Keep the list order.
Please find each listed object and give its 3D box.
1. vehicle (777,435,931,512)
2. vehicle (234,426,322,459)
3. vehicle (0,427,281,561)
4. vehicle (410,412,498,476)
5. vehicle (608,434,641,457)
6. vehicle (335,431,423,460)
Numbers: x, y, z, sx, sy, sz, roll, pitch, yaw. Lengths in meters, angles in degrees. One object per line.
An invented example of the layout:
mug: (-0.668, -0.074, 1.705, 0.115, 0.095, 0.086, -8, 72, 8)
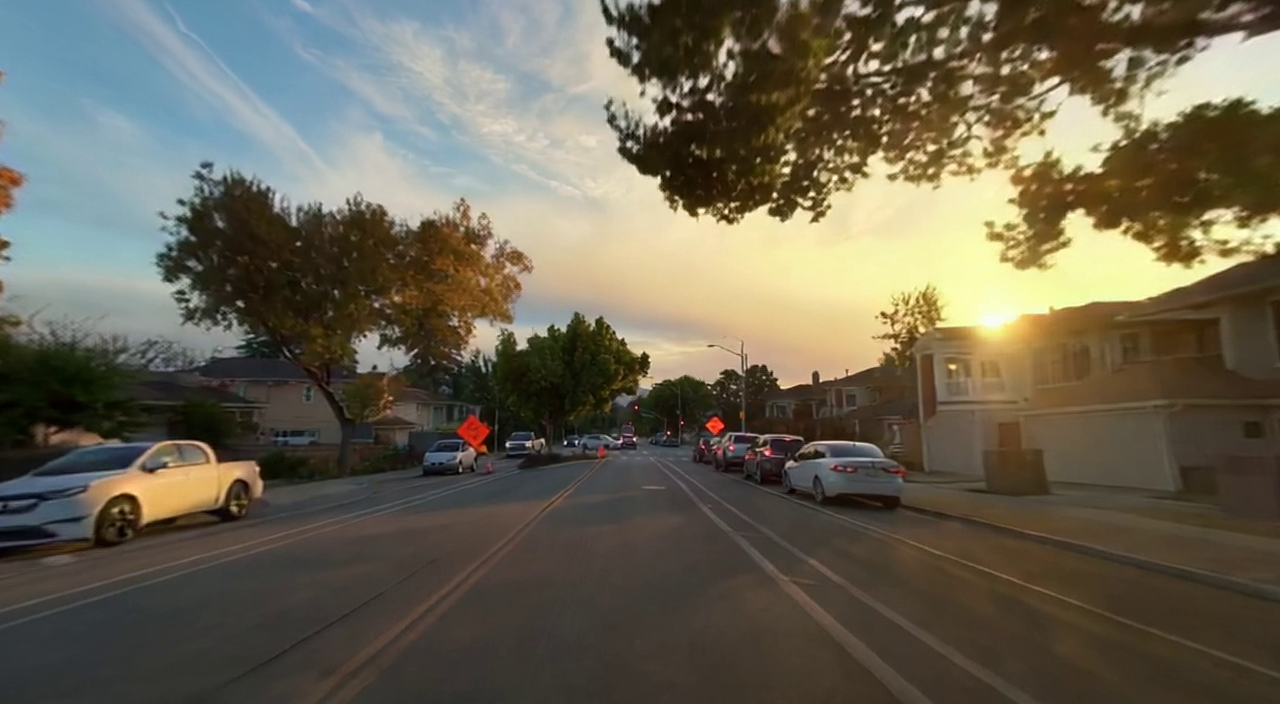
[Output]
vehicle: (4.648, 2.695, 14.514, 1.912, 1.463, 4.477, 0, -8, -1)
vehicle: (-23.749, 5.937, 41.360, 4.491, 2.031, 2.045, -1, -8, 0)
vehicle: (-8.203, 2.138, 10.325, 1.950, 1.672, 4.664, 0, -8, -2)
vehicle: (-8.165, 4.093, 28.135, 2.526, 2.631, 4.228, 0, -8, 1)
vehicle: (-1.030, 6.356, 42.869, 2.151, 1.481, 4.084, 0, -8, 0)
vehicle: (-16.902, 6.105, 40.958, 4.779, 1.823, 1.964, 0, -8, 0)
